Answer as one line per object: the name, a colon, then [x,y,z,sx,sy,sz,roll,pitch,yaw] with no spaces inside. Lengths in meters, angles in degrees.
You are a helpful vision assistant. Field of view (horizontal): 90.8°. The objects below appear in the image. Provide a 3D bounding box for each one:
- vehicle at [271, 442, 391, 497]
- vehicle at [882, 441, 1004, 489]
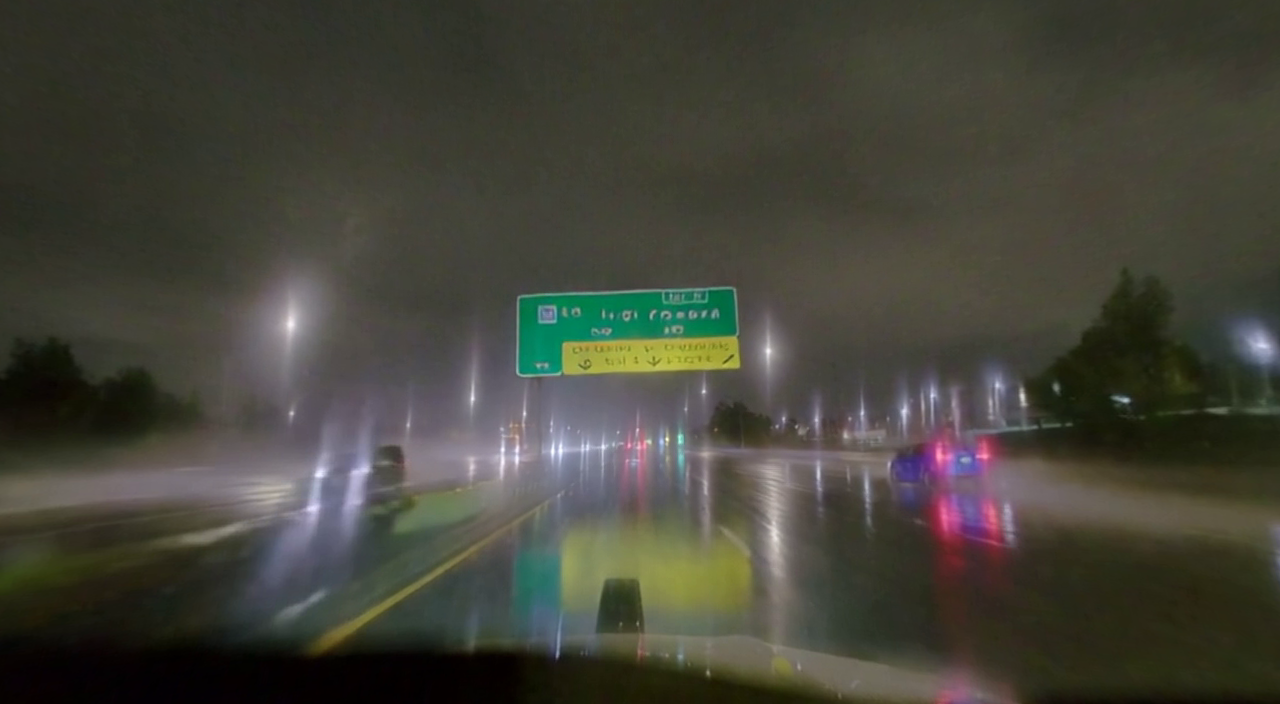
vehicle: [-10.479,3.963,21.808,2.153,1.664,3.881,0,-8,0]
vehicle: [10.671,3.964,22.734,2.024,1.481,4.747,0,-8,0]
